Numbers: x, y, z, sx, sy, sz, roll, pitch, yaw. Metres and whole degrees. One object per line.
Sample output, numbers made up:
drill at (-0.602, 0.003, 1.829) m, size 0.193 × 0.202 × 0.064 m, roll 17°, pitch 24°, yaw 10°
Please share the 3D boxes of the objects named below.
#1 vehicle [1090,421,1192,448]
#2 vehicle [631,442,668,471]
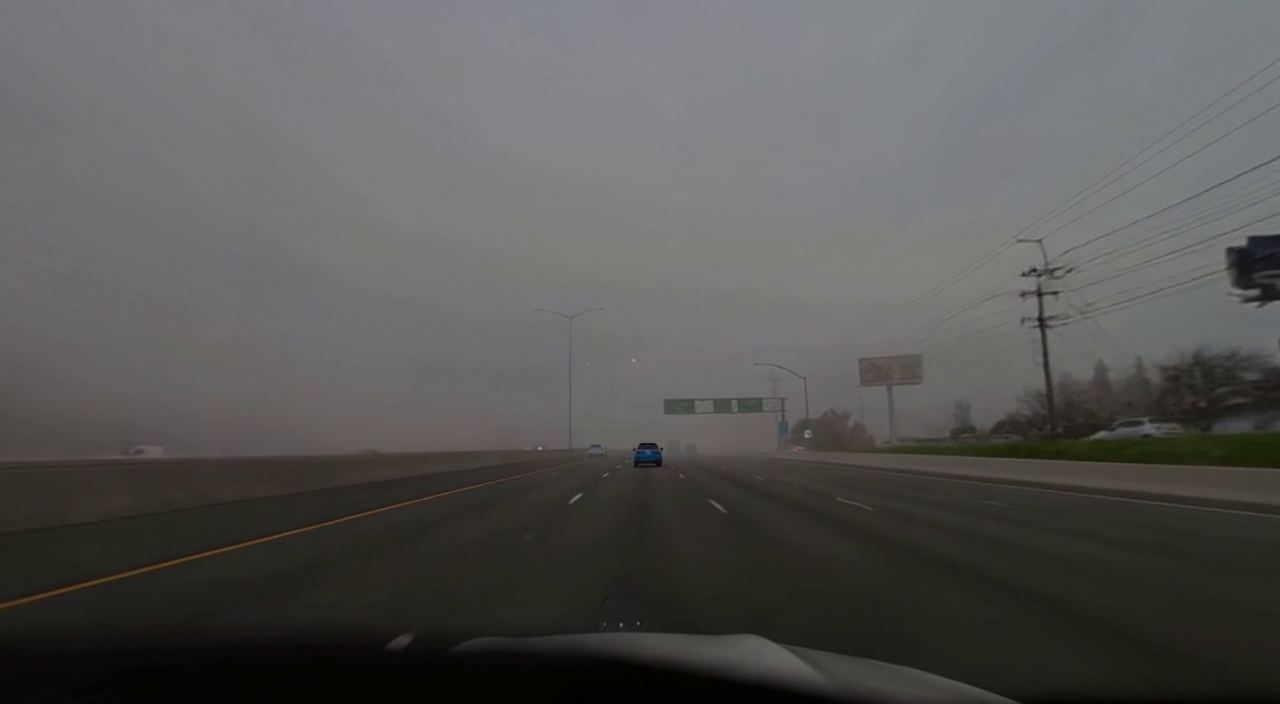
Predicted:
vehicle at (29.558, 4.967, 37.501) m, size 2.072 × 1.495 × 4.732 m, roll 0°, pitch -9°, yaw -2°
vehicle at (0.572, 6.081, 36.794) m, size 2.074 × 1.574 × 3.971 m, roll 0°, pitch -9°, yaw 1°
